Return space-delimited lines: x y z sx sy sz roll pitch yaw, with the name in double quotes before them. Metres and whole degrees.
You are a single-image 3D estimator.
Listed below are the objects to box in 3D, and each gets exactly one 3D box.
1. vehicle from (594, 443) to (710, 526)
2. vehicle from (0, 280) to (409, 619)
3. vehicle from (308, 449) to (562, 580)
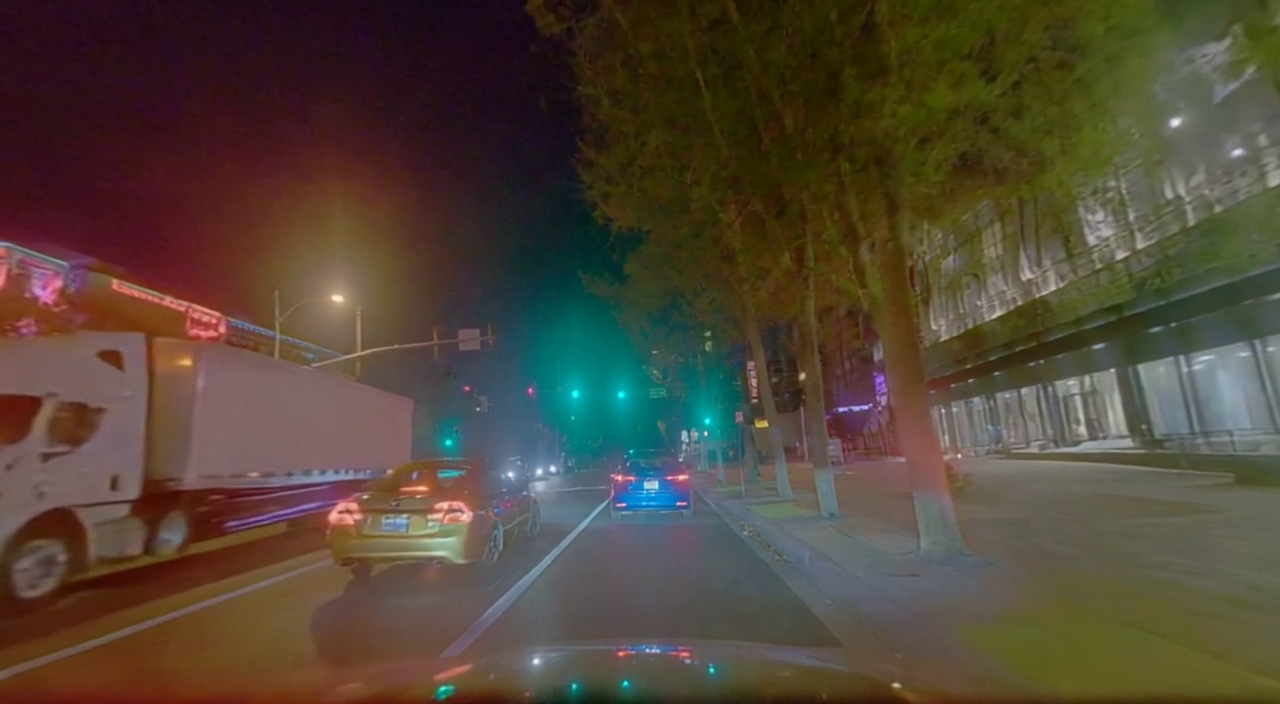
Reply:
"vehicle" 0.229 2.683 13.381 2.094 1.478 3.922 0 -8 1
"vehicle" -8.632 1.930 13.136 2.986 3.933 11.600 0 -8 1
"vehicle" -2.639 2.223 9.629 2.099 1.424 4.843 0 -8 2
